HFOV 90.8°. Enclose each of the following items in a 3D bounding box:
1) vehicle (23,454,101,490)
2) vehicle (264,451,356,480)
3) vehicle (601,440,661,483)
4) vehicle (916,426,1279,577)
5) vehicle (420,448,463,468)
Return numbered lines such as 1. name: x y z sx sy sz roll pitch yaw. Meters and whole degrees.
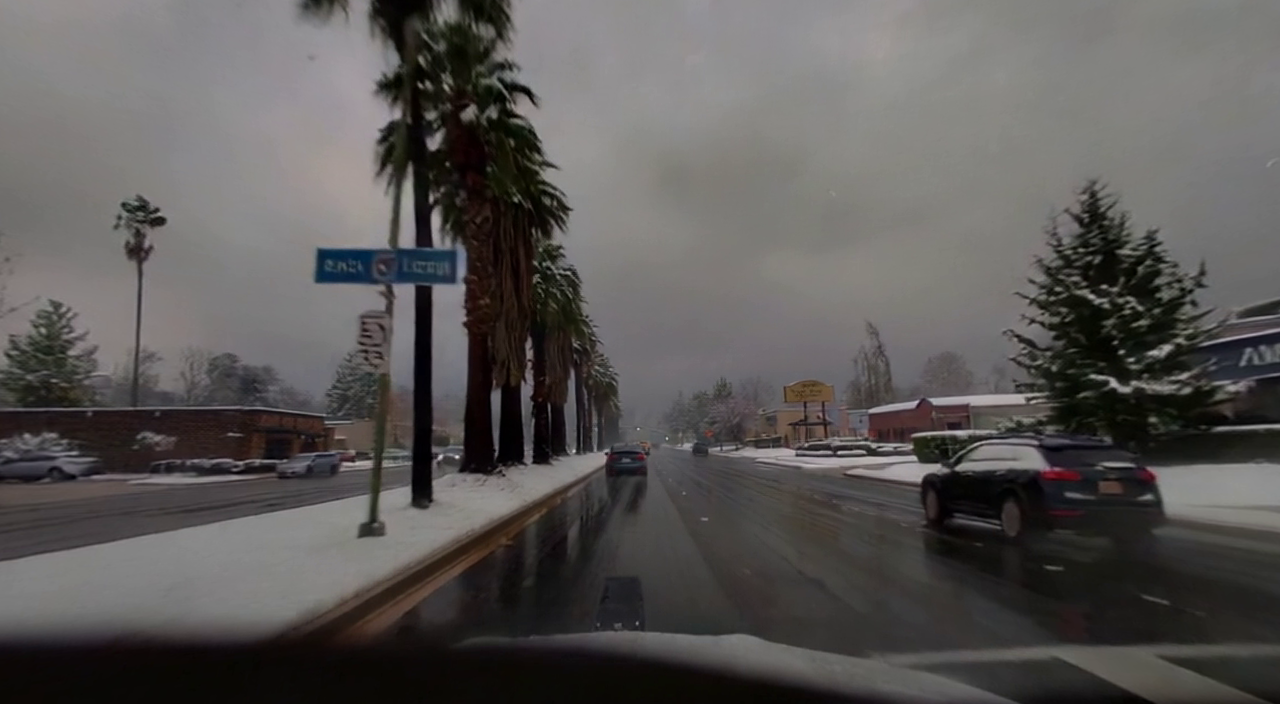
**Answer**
1. vehicle: -26.599 5.437 29.018 4.497 1.488 2.033 -8 -12 41
2. vehicle: -18.360 6.296 35.354 1.968 1.524 4.390 -2 -9 16
3. vehicle: -0.328 4.191 24.403 2.106 1.496 3.964 0 -9 -1
4. vehicle: 6.226 1.986 9.232 2.244 1.618 4.585 0 -9 -1
5. vehicle: -15.494 8.258 49.444 2.015 1.509 4.295 0 -9 -1
